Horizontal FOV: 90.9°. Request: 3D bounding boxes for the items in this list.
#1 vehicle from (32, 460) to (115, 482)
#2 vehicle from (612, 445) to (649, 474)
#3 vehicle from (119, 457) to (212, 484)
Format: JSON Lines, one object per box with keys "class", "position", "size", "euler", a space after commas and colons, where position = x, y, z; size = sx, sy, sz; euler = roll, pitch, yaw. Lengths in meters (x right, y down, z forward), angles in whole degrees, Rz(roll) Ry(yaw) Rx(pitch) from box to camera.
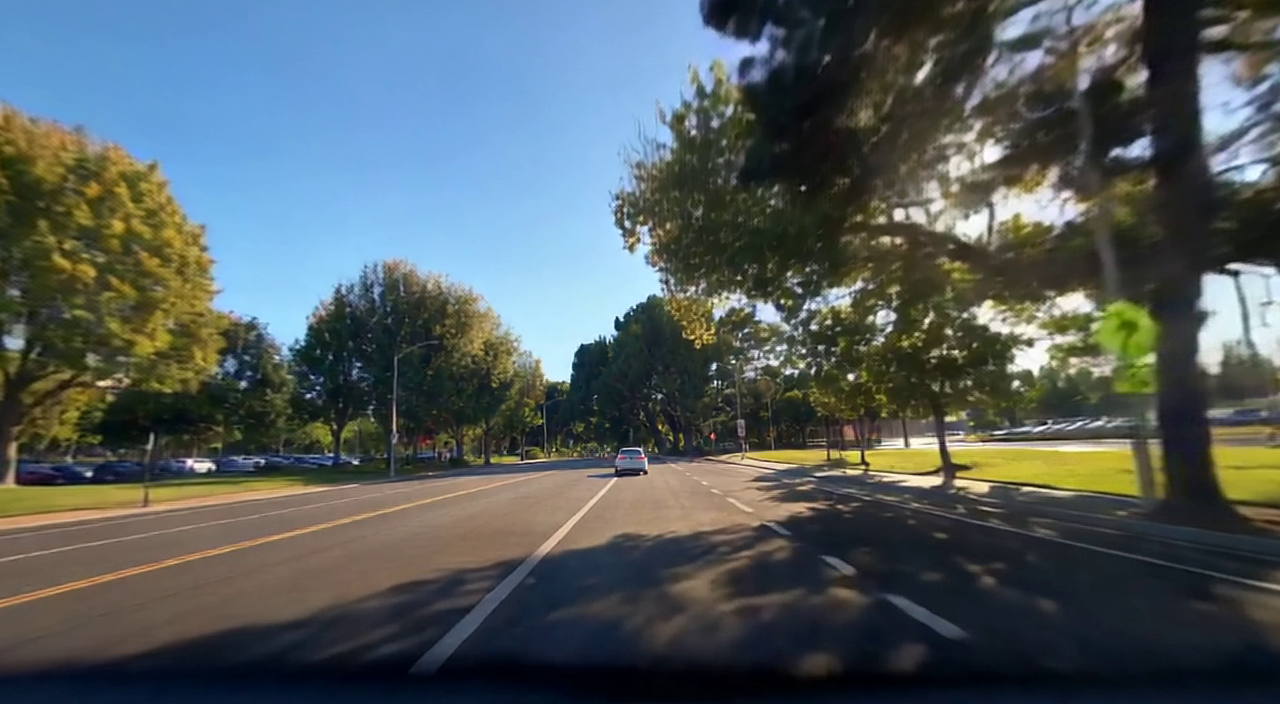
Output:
{"class": "vehicle", "position": [-42.856, 9.009, 47.798], "size": [4.308, 1.521, 2.025], "euler": [-1, -8, 0]}
{"class": "vehicle", "position": [-0.544, 6.105, 36.157], "size": [1.978, 1.499, 3.915], "euler": [-1, -8, -1]}
{"class": "vehicle", "position": [-30.208, 7.539, 40.248], "size": [4.392, 1.602, 1.860], "euler": [-1, -8, 1]}
